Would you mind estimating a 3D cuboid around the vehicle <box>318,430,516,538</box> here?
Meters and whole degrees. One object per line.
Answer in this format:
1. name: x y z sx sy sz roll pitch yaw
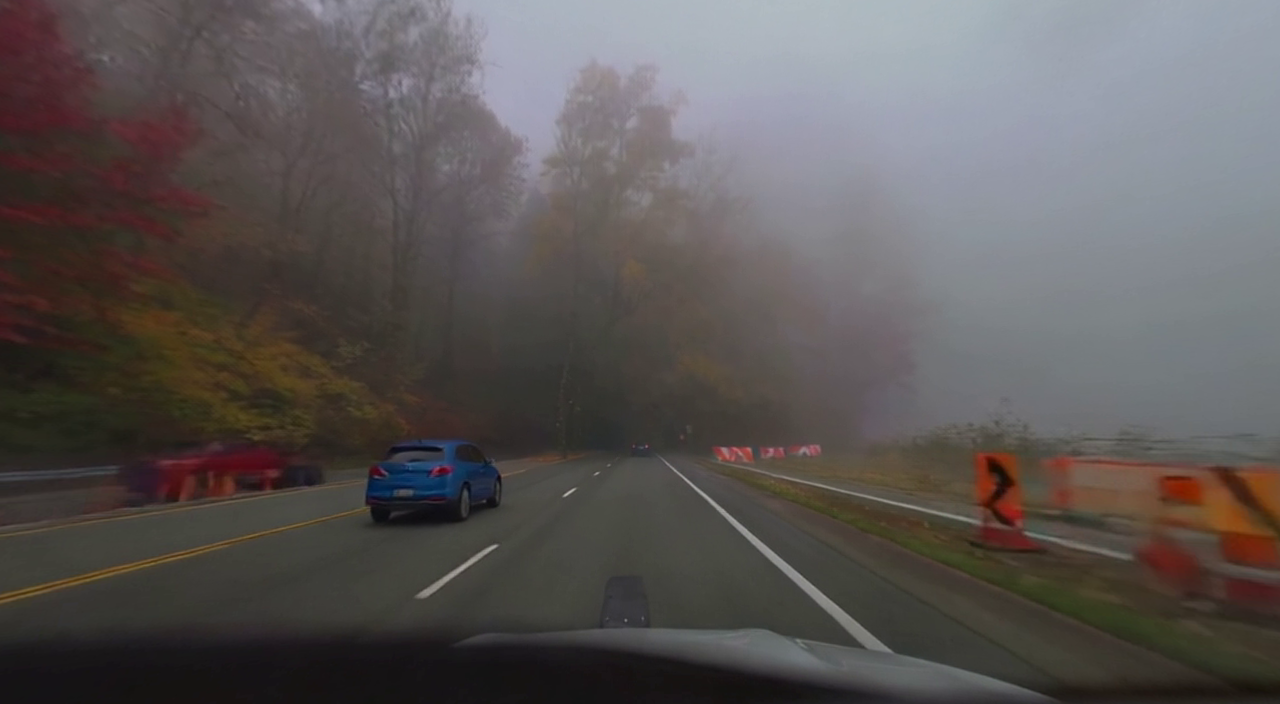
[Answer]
1. vehicle: -3.569 2.167 10.985 1.902 1.505 4.016 0 -8 1
